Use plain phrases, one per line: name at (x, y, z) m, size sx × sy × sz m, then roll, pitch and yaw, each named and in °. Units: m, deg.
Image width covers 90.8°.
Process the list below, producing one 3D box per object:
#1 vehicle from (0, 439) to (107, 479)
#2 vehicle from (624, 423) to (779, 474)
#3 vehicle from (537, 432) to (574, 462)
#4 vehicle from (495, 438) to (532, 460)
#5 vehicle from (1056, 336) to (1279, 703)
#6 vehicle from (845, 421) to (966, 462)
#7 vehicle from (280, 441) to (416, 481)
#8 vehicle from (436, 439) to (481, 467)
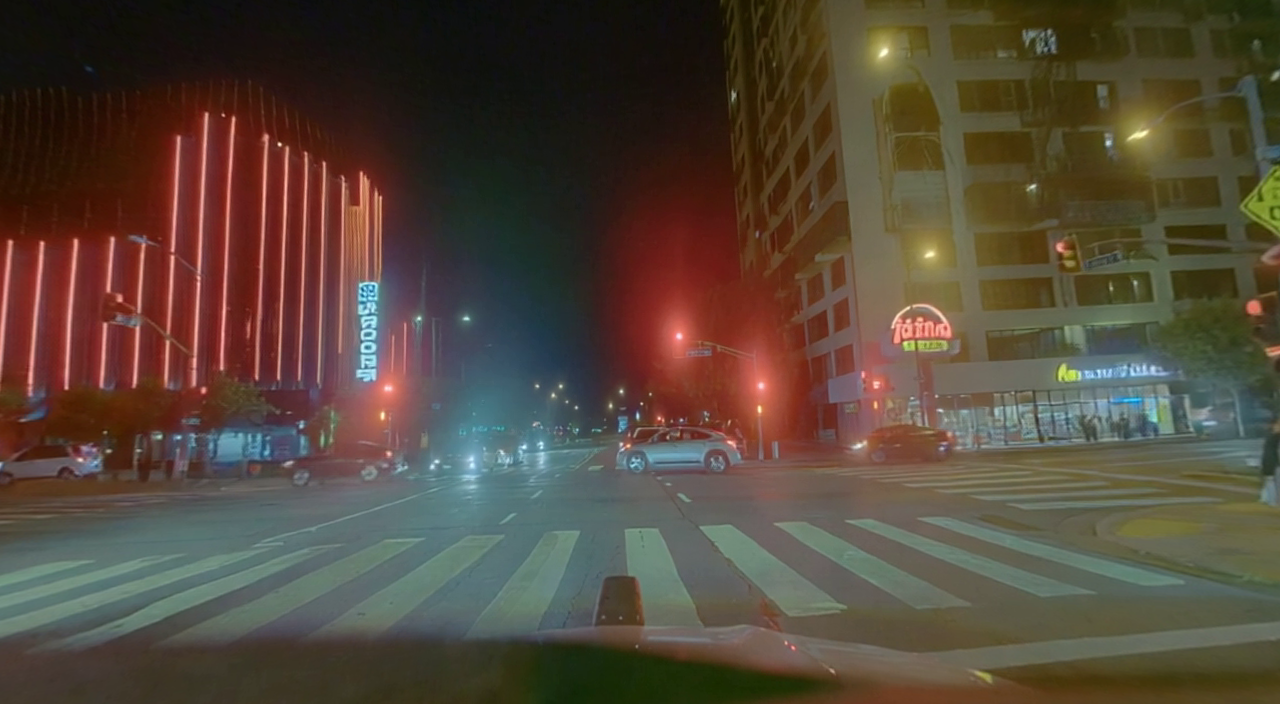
vehicle at (-31.562, 5.630, 33.532) m, size 2.205 × 1.903 × 5.877 m, roll 1°, pitch -9°, yaw -10°
vehicle at (1.916, 3.105, 20.417) m, size 4.612 × 1.521 × 1.811 m, roll 1°, pitch -9°, yaw -10°
vehicle at (-5.111, 5.801, 38.615) m, size 1.976 × 1.683 × 4.117 m, roll 0°, pitch -8°, yaw -4°
vehicle at (-8.621, 6.670, 43.530) m, size 1.906 × 1.402 × 4.904 m, roll 0°, pitch -8°, yaw -5°
vehicle at (3.016, 0.606, 0.869) m, size 1.866 × 1.654 × 4.354 m, roll 0°, pitch -8°, yaw 0°
vehicle at (11.554, 3.902, 27.629) m, size 4.513 × 1.682 × 1.810 m, roll 1°, pitch -9°, yaw -8°
vehicle at (-11.300, 4.233, 24.715) m, size 4.475 × 1.458 × 1.681 m, roll 1°, pitch -9°, yaw -8°
vehicle at (-10.895, 6.098, 38.206) m, size 1.885 × 1.545 × 4.124 m, roll 1°, pitch -8°, yaw -6°
